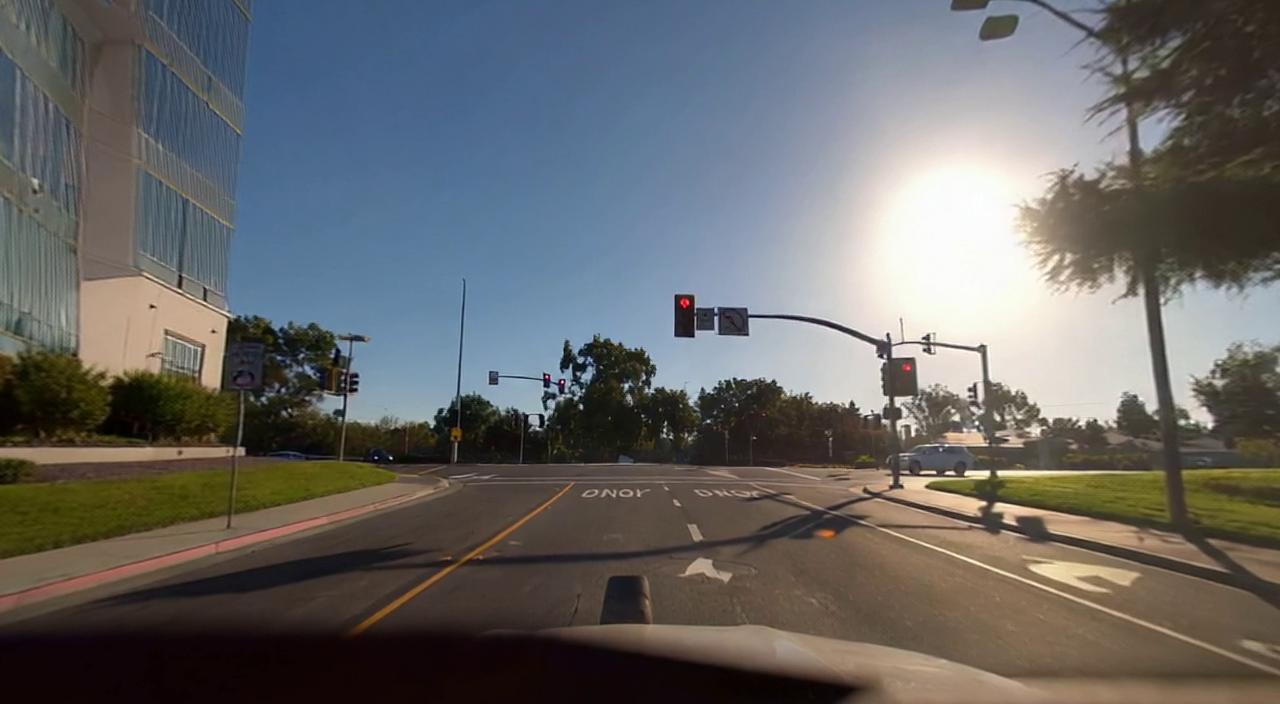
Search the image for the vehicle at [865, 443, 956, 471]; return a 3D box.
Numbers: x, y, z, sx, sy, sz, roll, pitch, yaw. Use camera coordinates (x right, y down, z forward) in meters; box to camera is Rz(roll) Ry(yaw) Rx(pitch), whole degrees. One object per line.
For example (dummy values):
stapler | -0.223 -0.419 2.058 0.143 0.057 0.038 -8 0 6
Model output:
vehicle | 16.853 6.533 39.476 4.715 1.671 2.030 0 -8 0
